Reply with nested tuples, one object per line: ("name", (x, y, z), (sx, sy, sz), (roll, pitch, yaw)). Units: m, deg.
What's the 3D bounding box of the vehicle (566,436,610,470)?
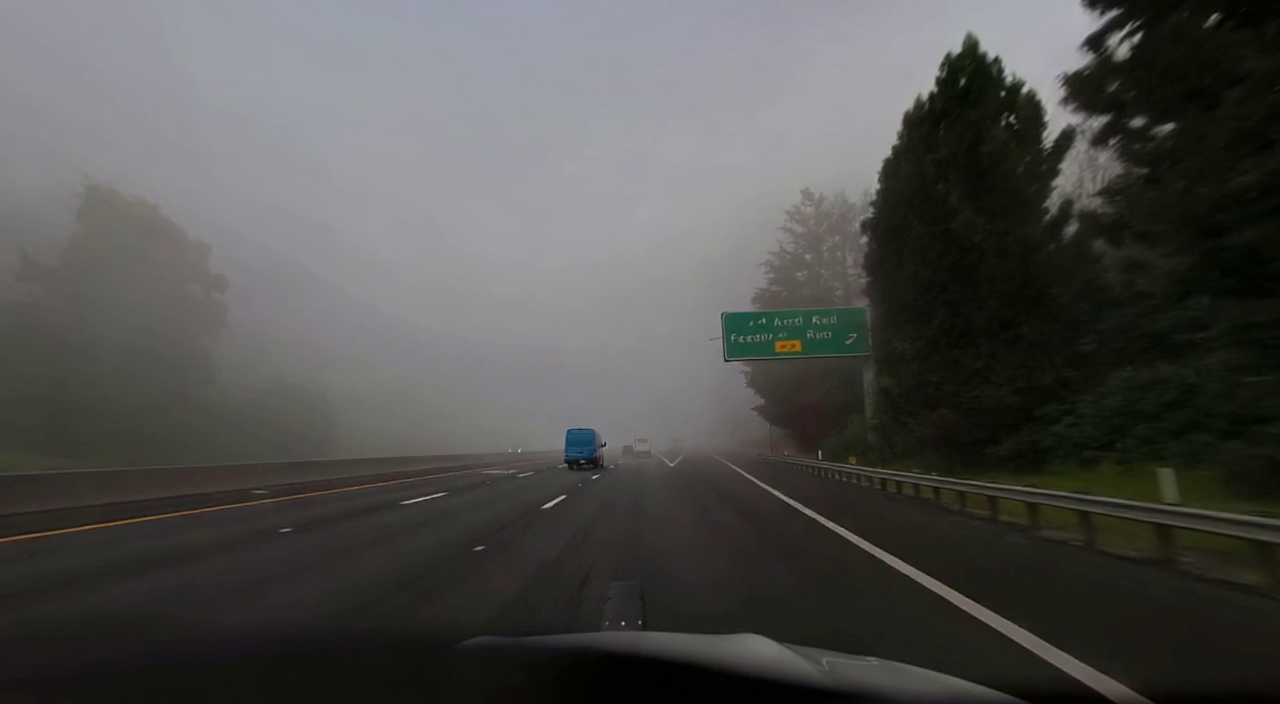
("vehicle", (-3.000, 5.938, 37.100), (2.169, 1.849, 4.639), (0, -8, 0))
